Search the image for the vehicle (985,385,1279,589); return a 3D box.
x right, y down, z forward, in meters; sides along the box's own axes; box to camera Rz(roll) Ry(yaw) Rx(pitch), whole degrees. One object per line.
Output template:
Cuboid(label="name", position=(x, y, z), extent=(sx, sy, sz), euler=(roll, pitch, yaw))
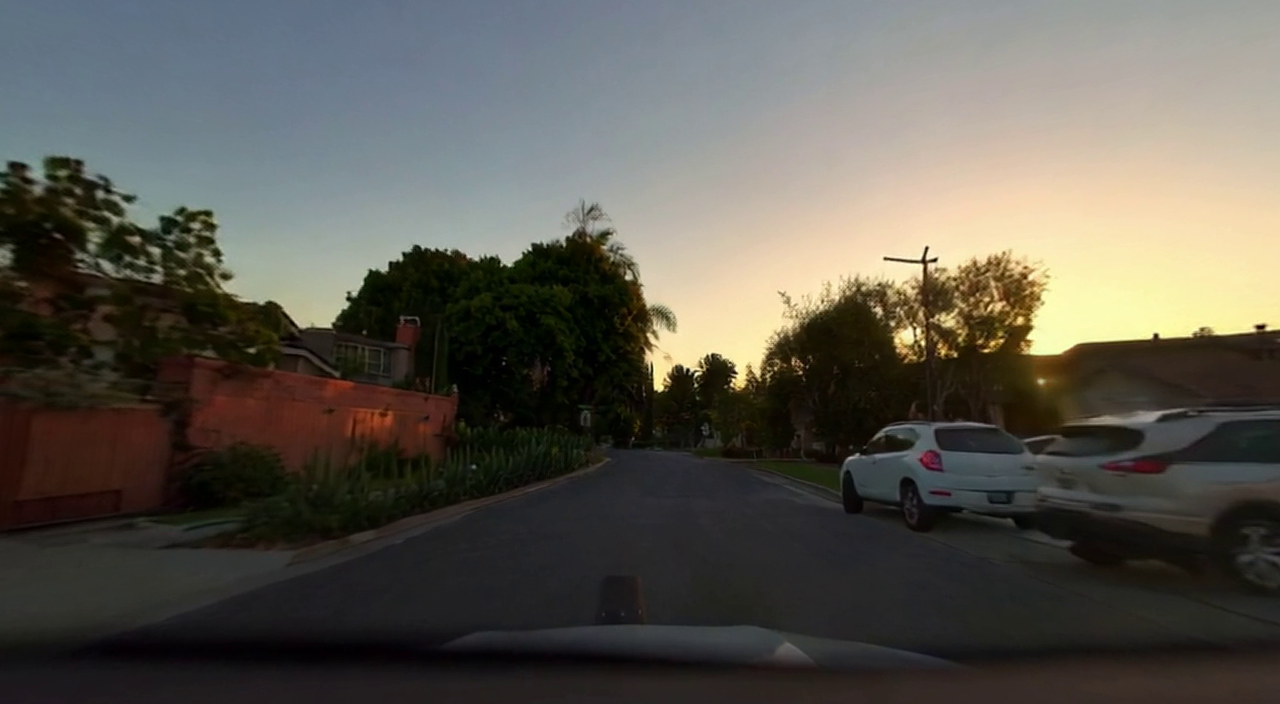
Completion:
Cuboid(label="vehicle", position=(7.964, 1.632, 8.271), extent=(5.843, 2.097, 2.233), euler=(2, -8, -11))

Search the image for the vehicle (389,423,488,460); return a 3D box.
Cuboid(label="vehicle", position=(-12.023, 5.373, 37.960), extent=(5.127, 1.796, 2.045), euler=(3, -7, 3))

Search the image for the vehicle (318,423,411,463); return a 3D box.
Cuboid(label="vehicle", position=(-13.117, 4.338, 30.417), extent=(1.869, 1.646, 4.357), euler=(3, -7, 9))
